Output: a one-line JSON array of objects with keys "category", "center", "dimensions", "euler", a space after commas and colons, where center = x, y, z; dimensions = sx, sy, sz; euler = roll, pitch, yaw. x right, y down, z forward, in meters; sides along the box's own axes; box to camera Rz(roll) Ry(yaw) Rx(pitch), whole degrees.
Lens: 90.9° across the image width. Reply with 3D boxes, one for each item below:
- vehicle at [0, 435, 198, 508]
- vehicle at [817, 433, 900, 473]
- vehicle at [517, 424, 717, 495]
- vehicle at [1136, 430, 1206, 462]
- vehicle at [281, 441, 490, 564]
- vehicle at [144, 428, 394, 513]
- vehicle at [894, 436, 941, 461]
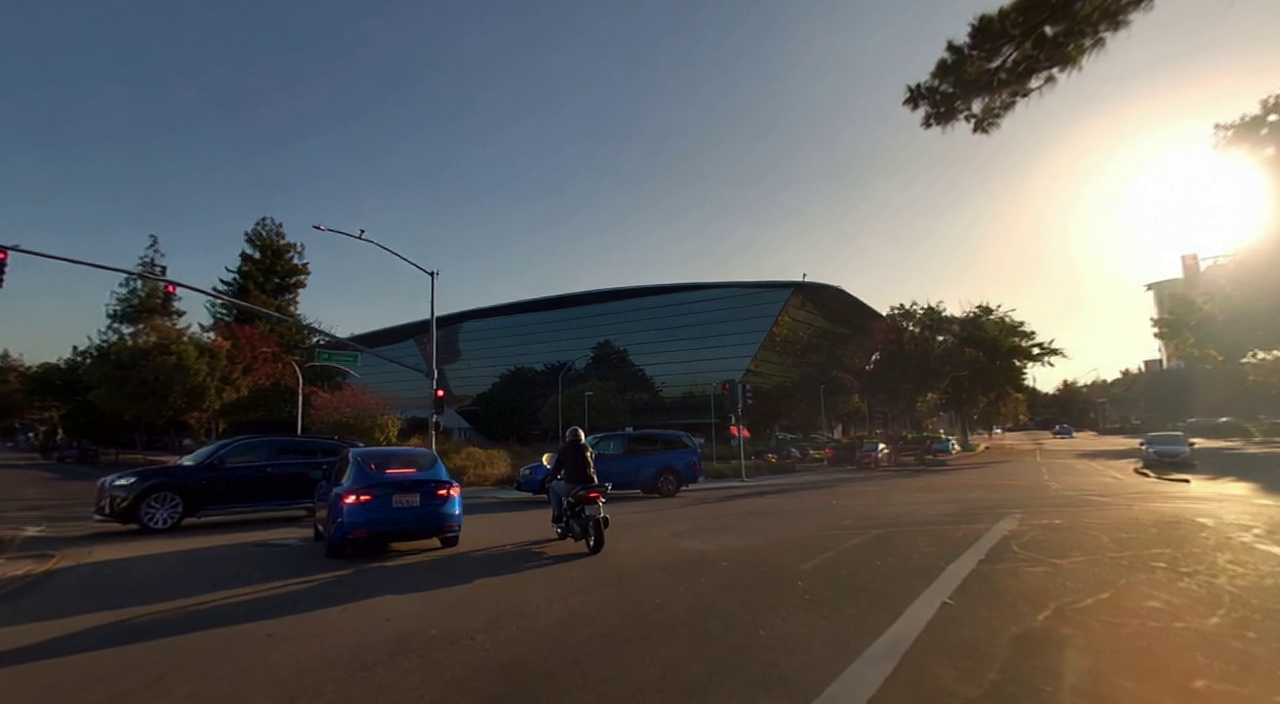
[{"category": "vehicle", "center": [-14.397, 3.084, 16.554], "dimensions": [4.380, 1.727, 2.052], "euler": [-2, -9, 14]}, {"category": "vehicle", "center": [10.160, 4.626, 29.119], "dimensions": [2.084, 1.656, 4.583], "euler": [-7, -11, 38]}, {"category": "vehicle", "center": [-0.729, 3.318, 19.907], "dimensions": [5.833, 1.960, 2.341], "euler": [3, -9, -21]}, {"category": "vehicle", "center": [26.008, 4.612, 31.038], "dimensions": [1.872, 1.467, 4.385], "euler": [-5, -10, 31]}, {"category": "vehicle", "center": [-4.143, 2.139, 9.860], "dimensions": [2.009, 1.450, 4.182], "euler": [6, -10, -36]}, {"category": "vehicle", "center": [-8.321, 2.661, 14.424], "dimensions": [4.583, 1.755, 1.936], "euler": [-1, -8, 6]}, {"category": "vehicle", "center": [18.498, 6.387, 41.954], "dimensions": [2.024, 1.543, 4.028], "euler": [-6, -10, 34]}]
